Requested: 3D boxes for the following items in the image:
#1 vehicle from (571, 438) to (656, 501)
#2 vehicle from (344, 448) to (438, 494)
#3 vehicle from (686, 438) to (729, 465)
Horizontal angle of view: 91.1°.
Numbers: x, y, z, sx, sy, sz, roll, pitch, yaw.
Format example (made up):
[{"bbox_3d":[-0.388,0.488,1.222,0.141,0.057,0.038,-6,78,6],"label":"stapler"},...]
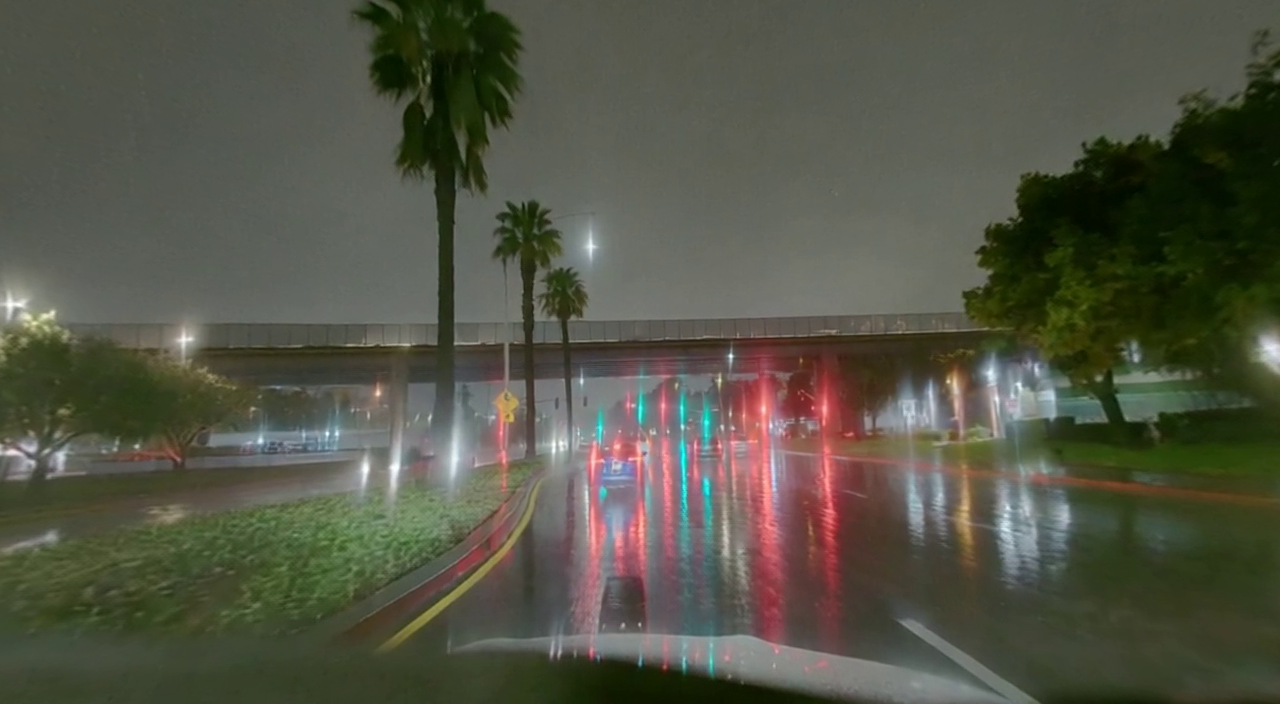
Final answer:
[{"bbox_3d":[-0.734,3.188,17.611,2.111,1.506,4.018,0,-8,-2],"label":"vehicle"},{"bbox_3d":[-9.627,4.612,24.724,1.937,1.521,4.523,0,-8,-1],"label":"vehicle"},{"bbox_3d":[4.098,6.140,38.906,2.119,1.509,4.495,0,-8,-1],"label":"vehicle"}]
